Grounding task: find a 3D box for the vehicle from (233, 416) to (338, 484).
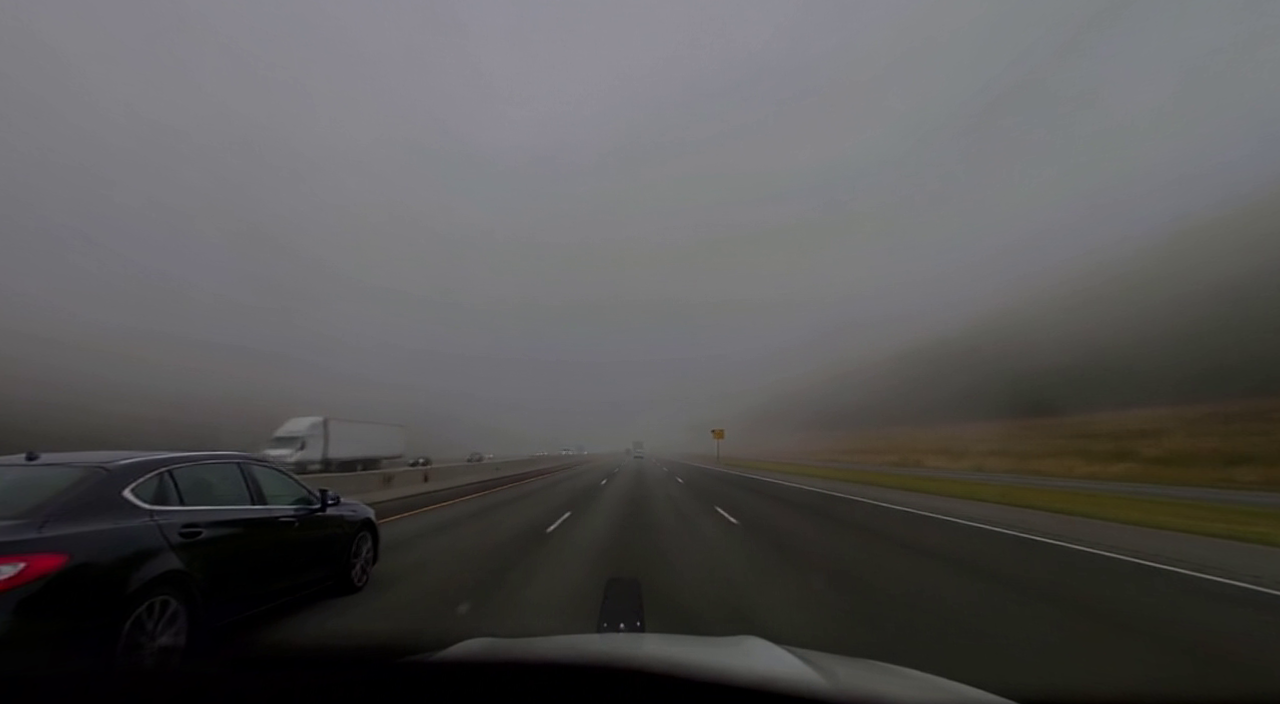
[{"bbox_3d":[-22.625,6.313,40.748,2.958,4.036,6.355,0,-9,0],"label":"vehicle"}]
